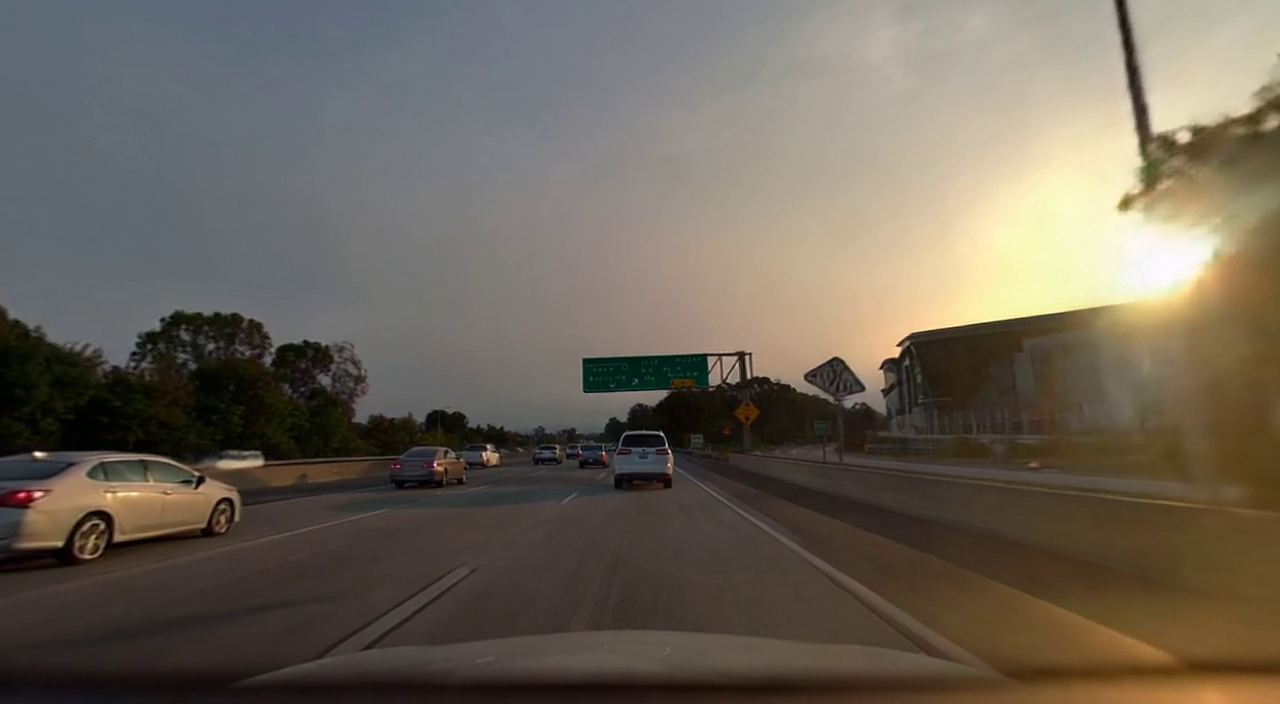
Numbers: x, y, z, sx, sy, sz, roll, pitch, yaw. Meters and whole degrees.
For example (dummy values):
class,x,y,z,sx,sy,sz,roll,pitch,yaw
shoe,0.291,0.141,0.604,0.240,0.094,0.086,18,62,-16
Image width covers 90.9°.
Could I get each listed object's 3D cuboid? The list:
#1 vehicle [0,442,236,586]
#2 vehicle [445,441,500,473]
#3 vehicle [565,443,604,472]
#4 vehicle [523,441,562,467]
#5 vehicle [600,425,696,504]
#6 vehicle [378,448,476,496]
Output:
class,x,y,z,sx,sy,sz,roll,pitch,yaw
vehicle,-7.455,1.886,7.941,1.864,1.458,4.295,0,-9,0
vehicle,-11.121,6.992,42.296,2.157,1.941,5.544,0,-9,0
vehicle,-3.331,6.432,38.526,1.952,1.649,4.131,0,-9,1
vehicle,-7.363,7.761,48.045,2.106,1.816,4.936,0,-9,0
vehicle,0.198,2.856,16.302,2.152,1.779,3.924,0,-9,1
vehicle,-7.212,4.073,21.841,1.869,1.466,4.217,0,-9,1
